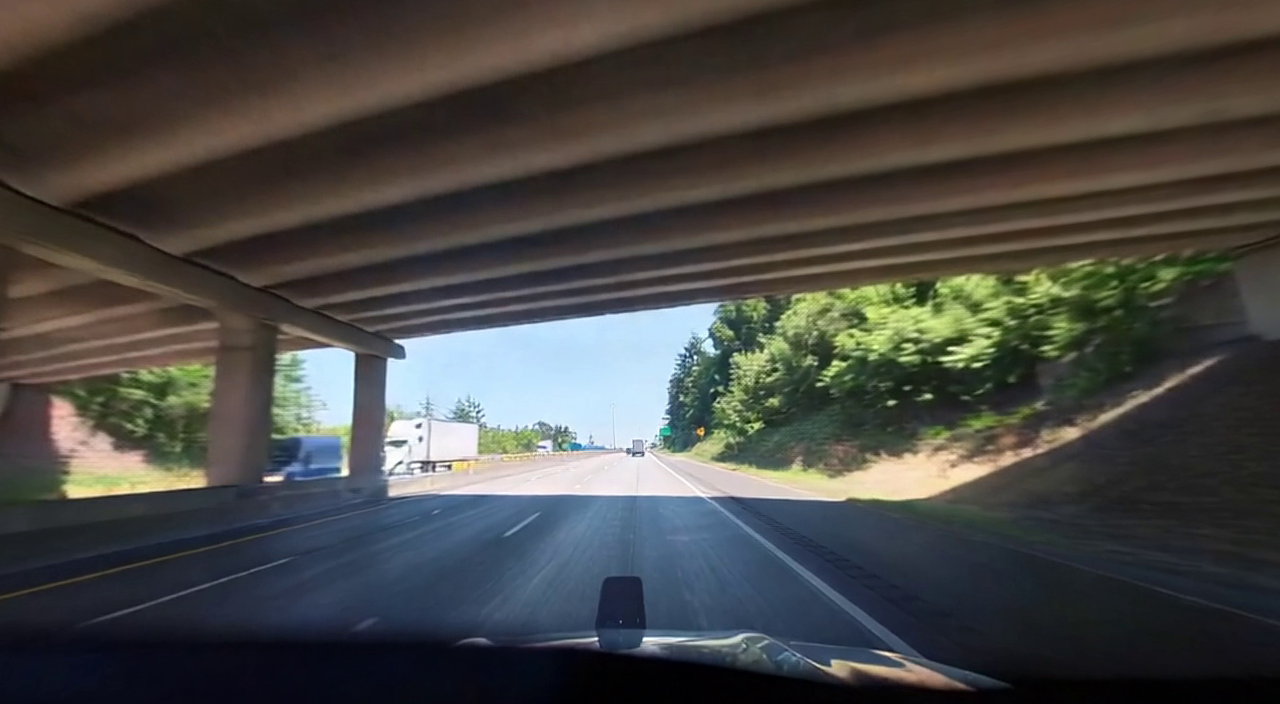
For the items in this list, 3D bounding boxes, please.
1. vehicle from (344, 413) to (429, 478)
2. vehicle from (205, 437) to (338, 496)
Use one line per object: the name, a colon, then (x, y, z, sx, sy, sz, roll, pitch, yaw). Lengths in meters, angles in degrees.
vehicle: (-16.710, 6.245, 42.174, 3.154, 3.952, 6.140, 0, -9, -2)
vehicle: (-13.720, 4.285, 23.903, 2.254, 1.979, 4.563, 0, -9, 0)
